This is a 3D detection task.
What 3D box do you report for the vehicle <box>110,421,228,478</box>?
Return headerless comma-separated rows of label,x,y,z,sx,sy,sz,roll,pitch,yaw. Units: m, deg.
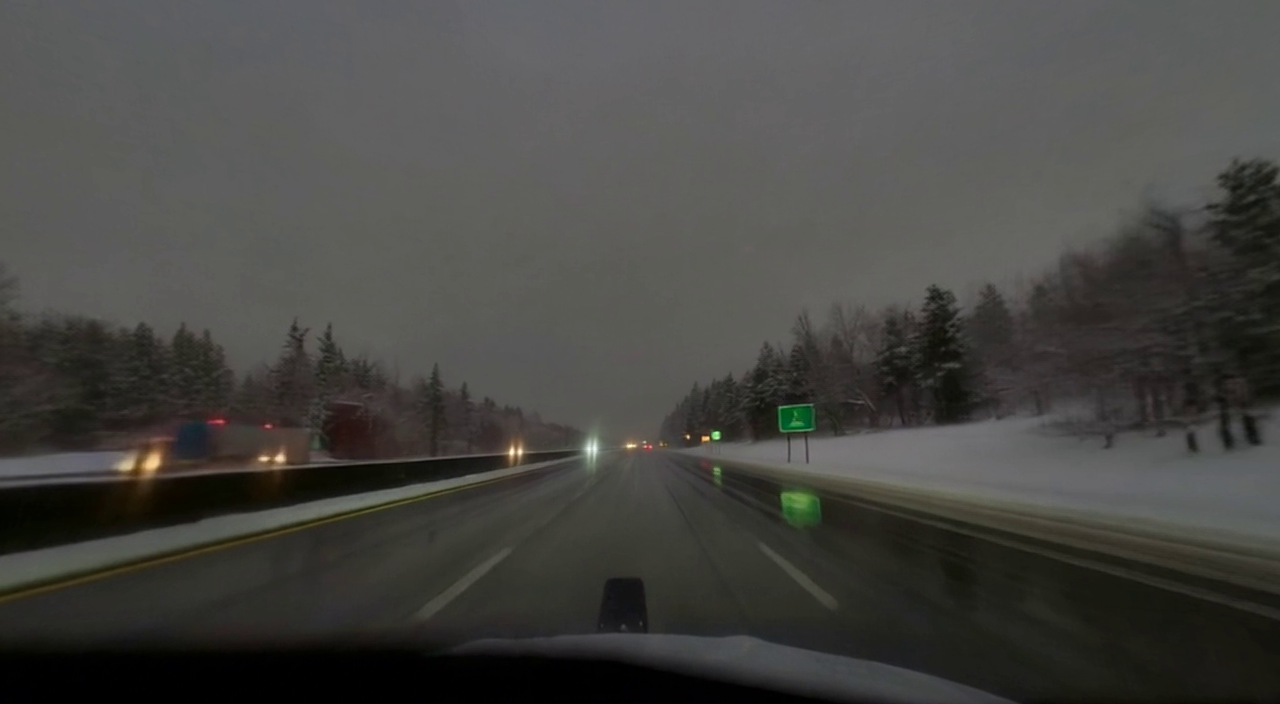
vehicle,-35.649,7.376,48.179,3.029,3.941,7.412,-1,-8,1
